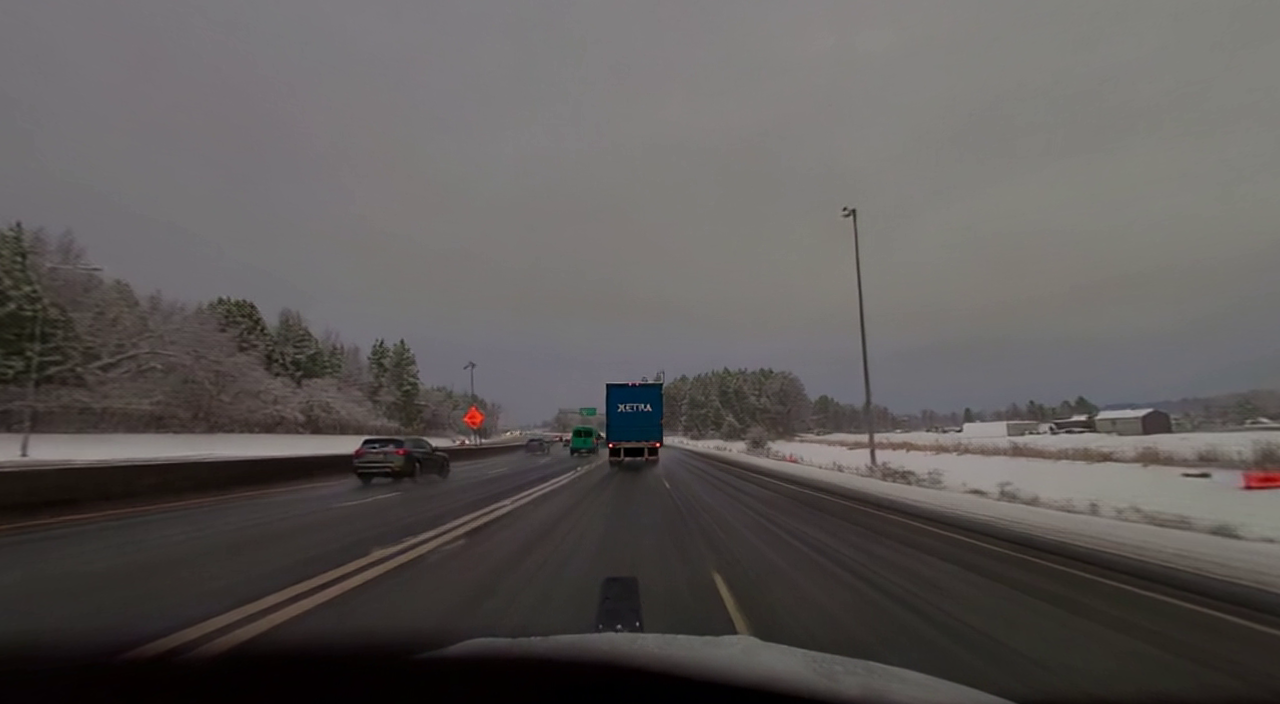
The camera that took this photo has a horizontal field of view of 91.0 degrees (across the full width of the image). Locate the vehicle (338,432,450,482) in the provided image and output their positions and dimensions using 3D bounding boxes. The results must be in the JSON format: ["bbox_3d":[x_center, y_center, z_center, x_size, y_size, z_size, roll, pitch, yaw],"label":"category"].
[{"bbox_3d":[-8.344,3.600,21.857,1.915,1.506,4.594,0,-8,2],"label":"vehicle"}]

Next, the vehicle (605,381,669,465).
[{"bbox_3d":[-0.197,4.405,36.289,3.183,4.011,9.617,-1,-11,0],"label":"vehicle"}]
